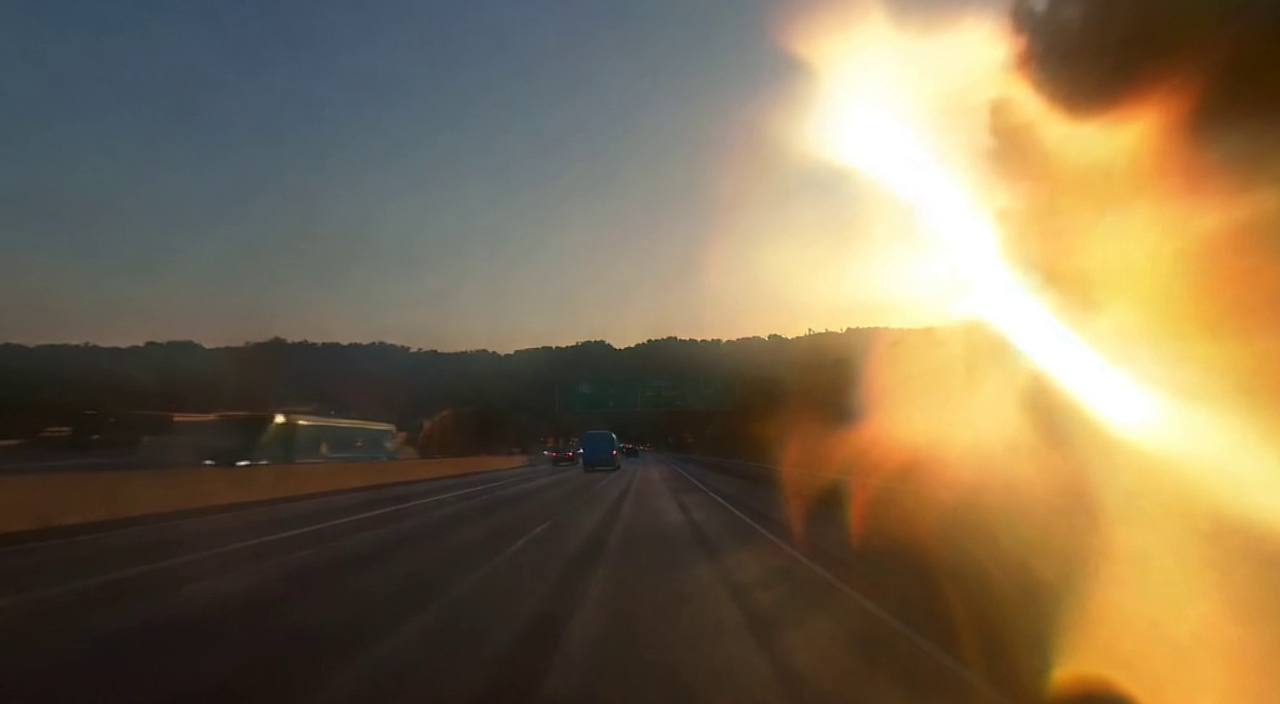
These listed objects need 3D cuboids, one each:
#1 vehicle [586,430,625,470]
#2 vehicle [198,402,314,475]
[{"bbox_3d":[-2.321,6.857,44.203,2.437,2.565,5.829,0,-9,0],"label":"vehicle"},{"bbox_3d":[-22.815,5.247,37.946,2.963,3.995,5.922,0,-9,1],"label":"vehicle"}]
